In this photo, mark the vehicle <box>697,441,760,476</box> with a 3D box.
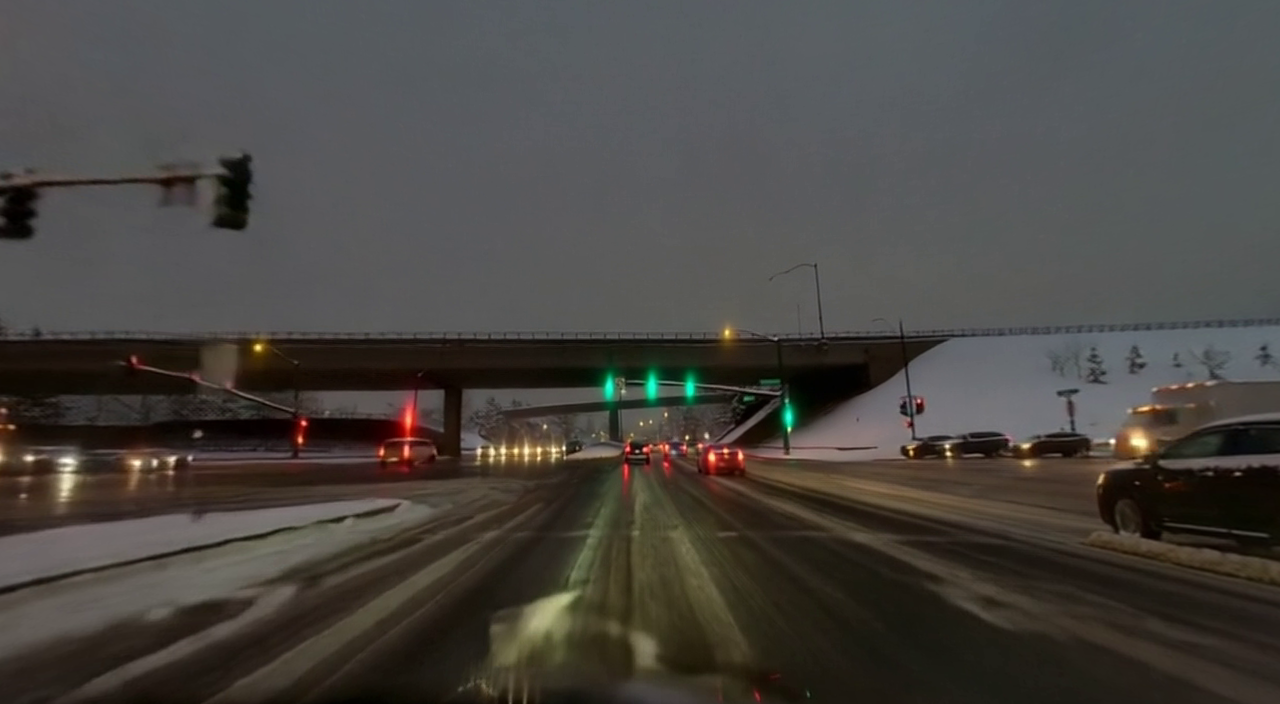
[{"bbox_3d":[3.851,4.684,27.907,2.156,1.404,4.120,0,-8,-1],"label":"vehicle"}]

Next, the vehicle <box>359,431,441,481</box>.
[{"bbox_3d":[-11.098,4.683,28.730,2.485,2.012,5.498,5,-9,-30],"label":"vehicle"}]

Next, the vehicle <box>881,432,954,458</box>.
[{"bbox_3d":[20.280,6.865,46.161,4.638,1.694,2.079,-5,-12,19],"label":"vehicle"}]

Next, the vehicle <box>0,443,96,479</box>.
[{"bbox_3d":[-35.117,6.361,36.843,5.014,1.956,2.232,-2,-8,15],"label":"vehicle"}]

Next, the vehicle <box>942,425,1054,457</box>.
[{"bbox_3d":[23.531,5.874,41.549,5.932,2.021,2.430,-2,-8,15],"label":"vehicle"}]

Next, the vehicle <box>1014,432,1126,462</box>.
[{"bbox_3d":[23.209,5.127,34.078,4.547,1.527,1.890,-2,-8,15],"label":"vehicle"}]

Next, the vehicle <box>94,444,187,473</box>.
[{"bbox_3d":[-34.643,7.357,43.573,5.302,1.847,2.233,-2,-8,15],"label":"vehicle"}]

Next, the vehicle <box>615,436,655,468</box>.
[{"bbox_3d":[-0.270,5.784,36.518,2.172,1.694,4.055,0,-8,0],"label":"vehicle"}]

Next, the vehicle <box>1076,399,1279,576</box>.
[{"bbox_3d":[6.996,1.362,6.489,1.964,1.647,4.114,0,-8,0],"label":"vehicle"}]
